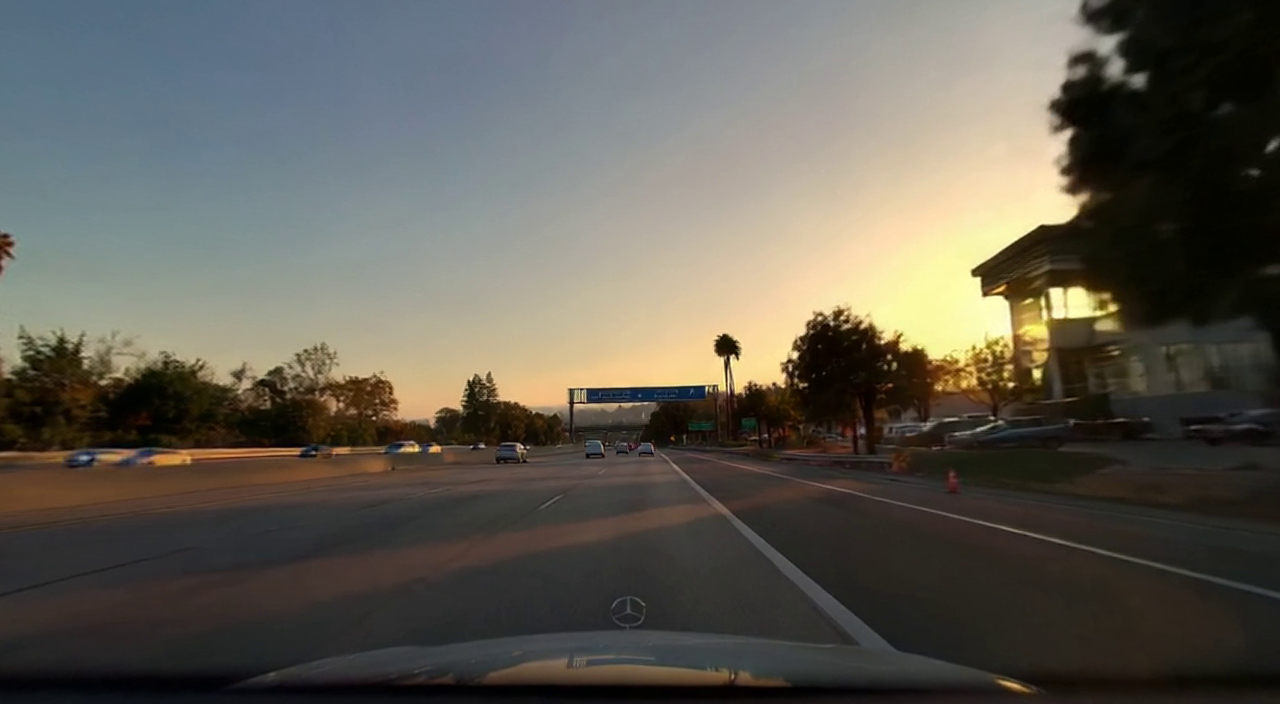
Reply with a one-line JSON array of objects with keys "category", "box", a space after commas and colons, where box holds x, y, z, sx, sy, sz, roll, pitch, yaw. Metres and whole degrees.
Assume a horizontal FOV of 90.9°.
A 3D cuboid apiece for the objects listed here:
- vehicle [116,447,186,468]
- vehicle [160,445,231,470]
[{"category": "vehicle", "box": [-35.388, 7.589, 45.736, 1.828, 1.420, 4.153, 0, -9, -1]}, {"category": "vehicle", "box": [-31.836, 7.528, 45.284, 1.976, 1.608, 4.327, -1, -8, 0]}]
